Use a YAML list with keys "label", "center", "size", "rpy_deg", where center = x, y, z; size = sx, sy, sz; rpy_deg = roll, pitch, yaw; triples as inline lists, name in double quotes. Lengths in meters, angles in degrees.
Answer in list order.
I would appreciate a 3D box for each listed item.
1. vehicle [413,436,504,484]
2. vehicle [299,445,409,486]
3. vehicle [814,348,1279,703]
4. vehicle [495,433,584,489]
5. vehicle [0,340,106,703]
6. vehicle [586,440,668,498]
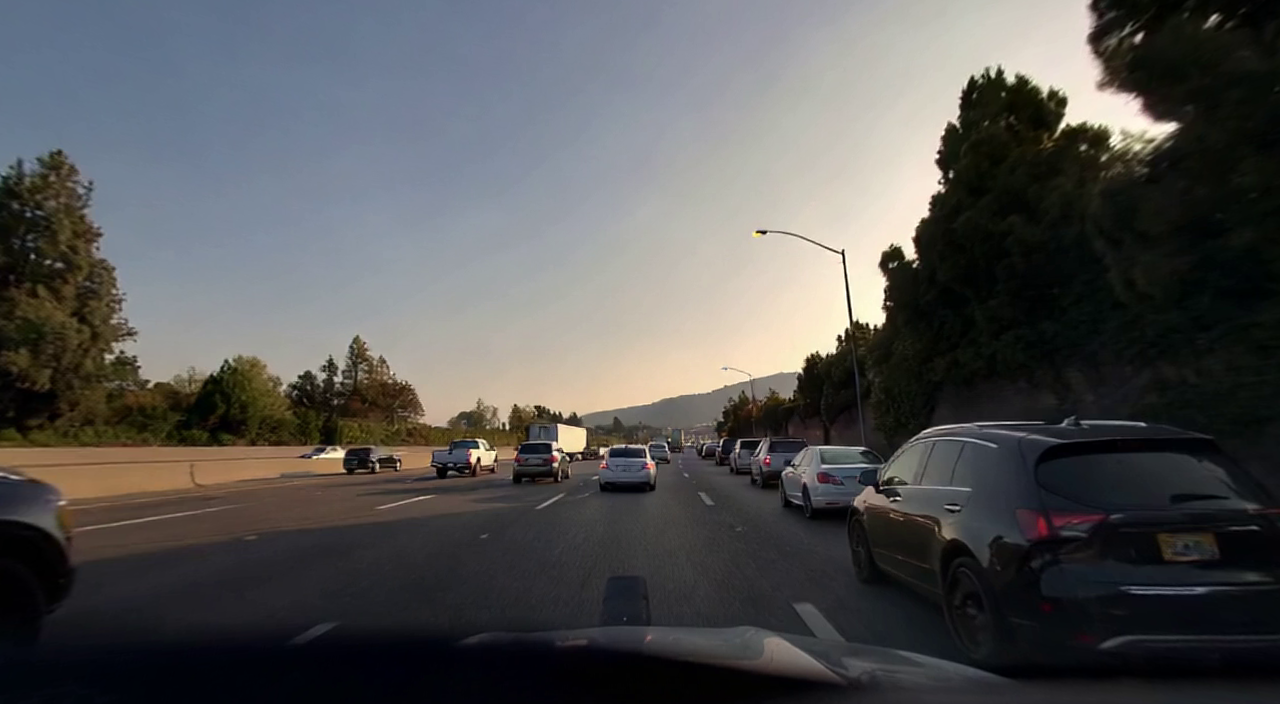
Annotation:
- label: "vehicle"
  center: [-6.903, 4.159, 24.552]
  size: [2.023, 1.693, 4.386]
  rpy_deg: [-1, -8, 3]
- label: "vehicle"
  center: [-11.292, 4.471, 25.362]
  size: [1.903, 1.460, 4.958]
  rpy_deg: [0, -8, 3]
- label: "vehicle"
  center: [2.800, 1.144, 4.204]
  size: [1.964, 1.631, 4.837]
  rpy_deg: [0, -8, 1]
- label: "vehicle"
  center: [-3.345, 3.748, 22.061]
  size: [2.153, 1.726, 4.546]
  rpy_deg: [-1, -8, 3]
- label: "vehicle"
  center: [-4.165, 0.523, 0.742]
  size: [2.110, 1.811, 5.585]
  rpy_deg: [0, -8, 1]
- label: "vehicle"
  center: [-0.278, 3.275, 18.042]
  size: [2.070, 1.456, 4.029]
  rpy_deg: [0, -8, 2]
